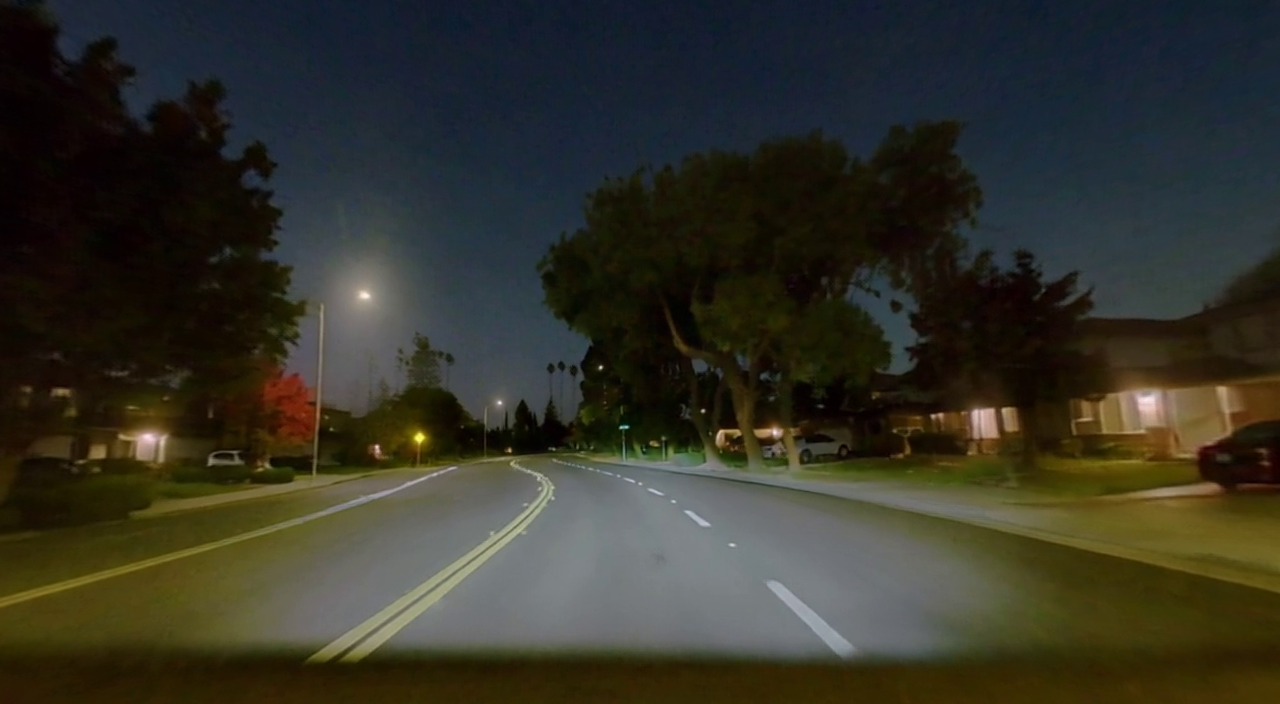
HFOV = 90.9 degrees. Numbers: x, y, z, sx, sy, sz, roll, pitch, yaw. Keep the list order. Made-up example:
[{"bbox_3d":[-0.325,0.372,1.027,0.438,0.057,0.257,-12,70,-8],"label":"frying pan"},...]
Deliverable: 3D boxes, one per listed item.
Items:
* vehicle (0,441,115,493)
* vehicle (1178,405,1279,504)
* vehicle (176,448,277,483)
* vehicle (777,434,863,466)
[{"bbox_3d":[-23.064,4.346,23.991,4.128,1.861,1.959,2,-9,-12],"label":"vehicle"},{"bbox_3d":[14.835,1.938,12.948,5.283,1.863,2.150,-4,-9,4],"label":"vehicle"},{"bbox_3d":[-22.093,6.063,33.861,3.899,1.729,2.064,1,-9,-9],"label":"vehicle"},{"bbox_3d":[11.196,6.137,39.485,4.693,1.764,2.265,-3,-9,5],"label":"vehicle"}]
